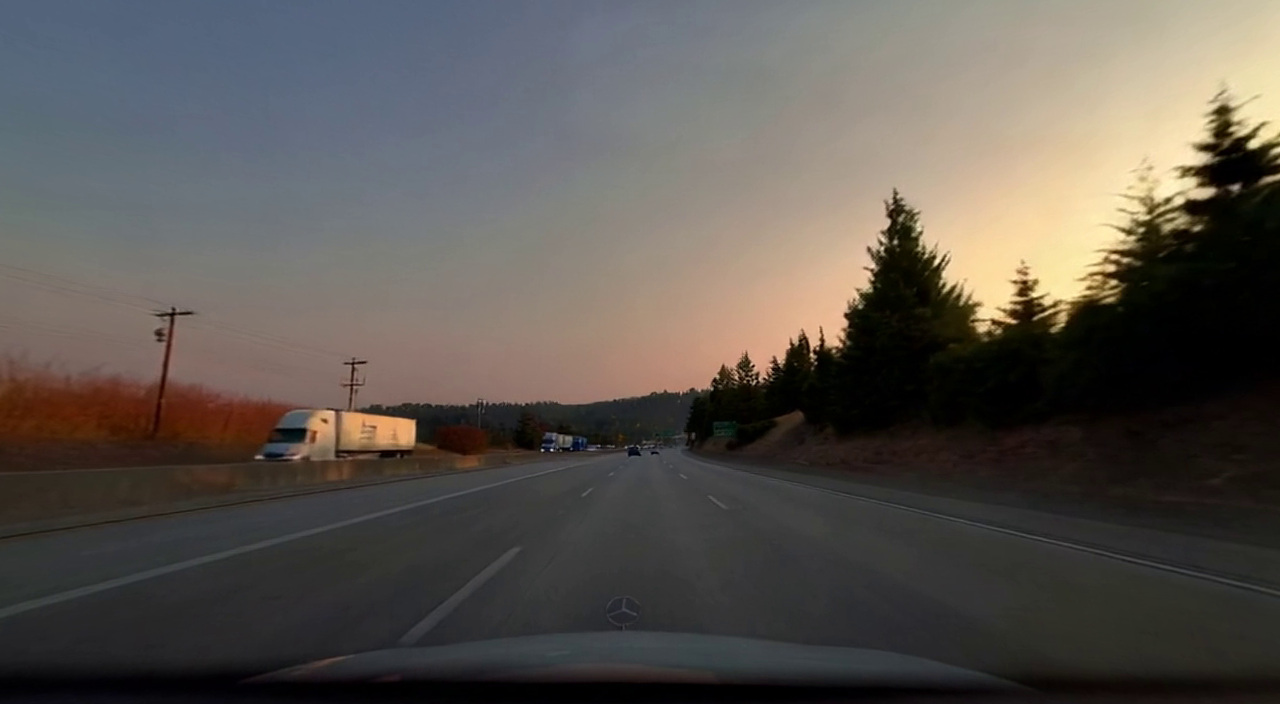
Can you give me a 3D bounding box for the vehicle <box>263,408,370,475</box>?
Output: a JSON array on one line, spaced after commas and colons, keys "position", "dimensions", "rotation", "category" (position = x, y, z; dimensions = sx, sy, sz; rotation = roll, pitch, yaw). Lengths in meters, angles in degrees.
[{"position": [-18.676, 5.281, 36.861], "dimensions": [2.996, 3.547, 5.905], "rotation": [0, -9, 0], "category": "vehicle"}]
